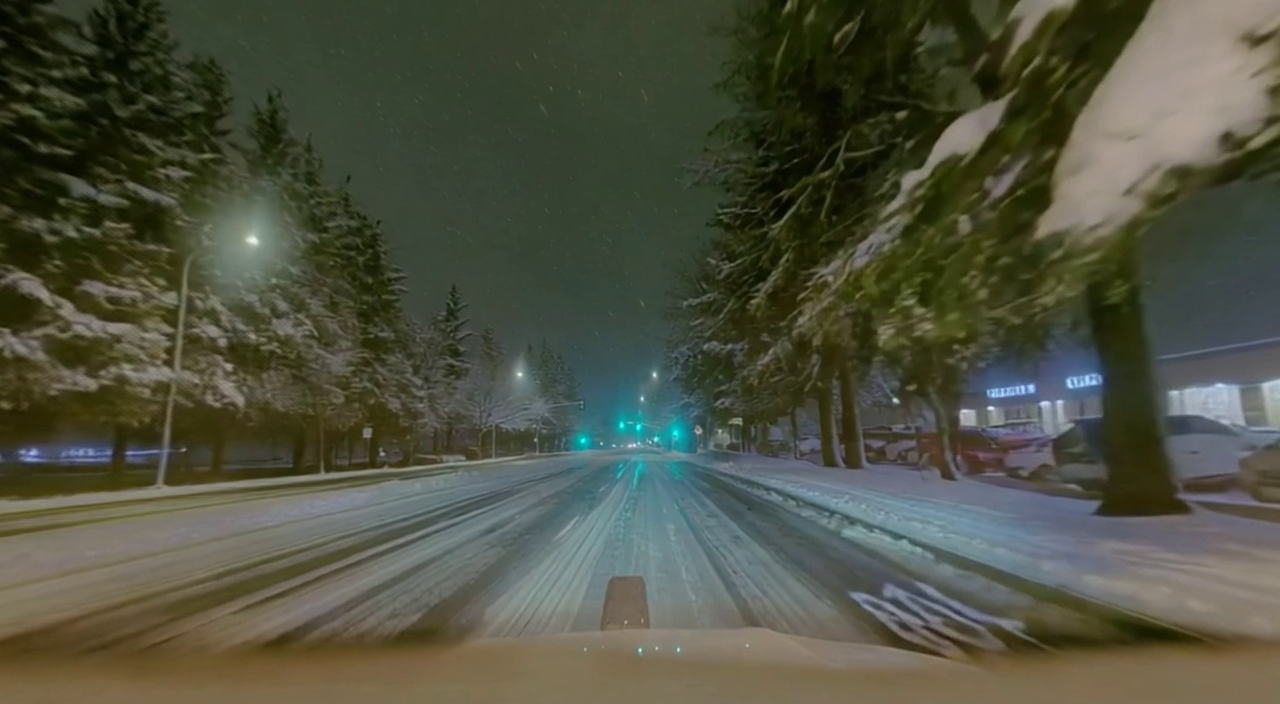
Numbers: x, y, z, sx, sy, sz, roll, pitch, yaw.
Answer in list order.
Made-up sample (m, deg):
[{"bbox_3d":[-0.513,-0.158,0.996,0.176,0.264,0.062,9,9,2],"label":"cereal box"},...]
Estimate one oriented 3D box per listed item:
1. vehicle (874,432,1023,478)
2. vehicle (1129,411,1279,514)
[{"bbox_3d":[11.308,3.793,23.371,4.522,1.499,1.871,1,-9,2],"label":"vehicle"},{"bbox_3d":[10.862,1.777,10.438,3.933,1.521,1.865,0,-8,-1],"label":"vehicle"}]
